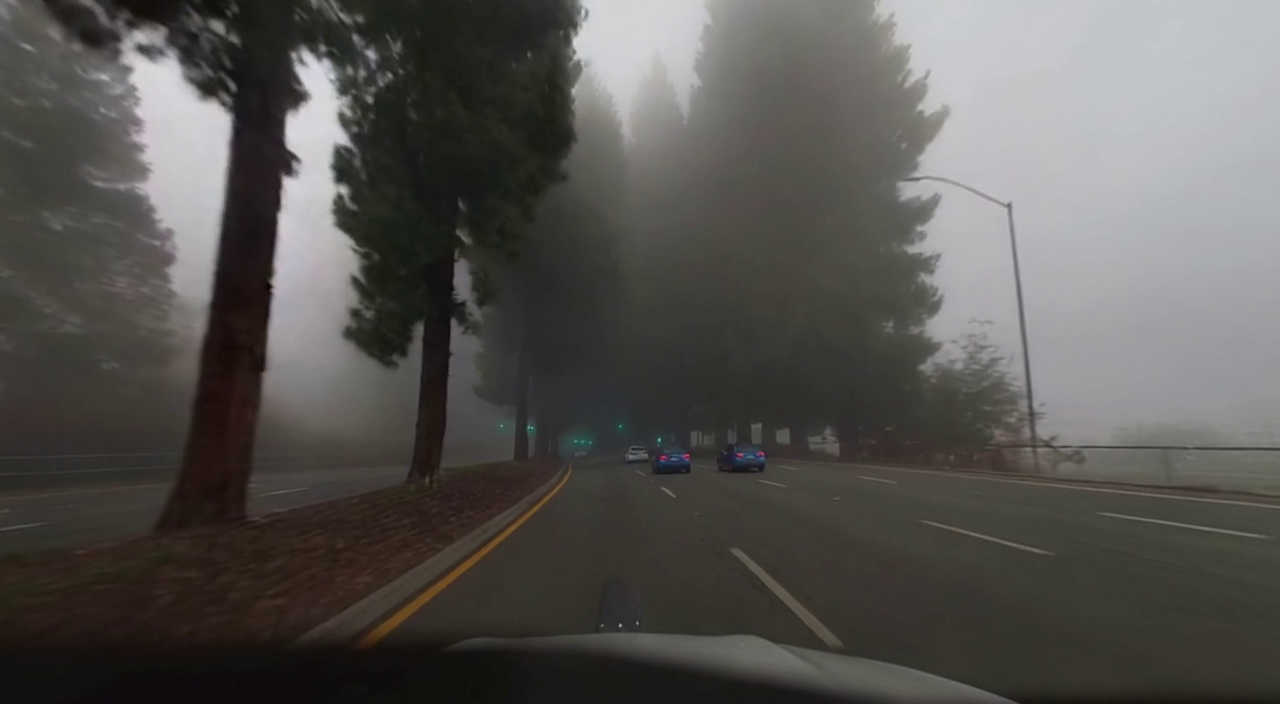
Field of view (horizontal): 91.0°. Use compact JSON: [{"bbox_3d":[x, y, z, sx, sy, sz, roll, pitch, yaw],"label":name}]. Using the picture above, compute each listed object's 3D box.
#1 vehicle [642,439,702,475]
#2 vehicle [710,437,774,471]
[{"bbox_3d":[1.339,4.661,28.259,2.077,1.464,4.134,1,-8,-6],"label":"vehicle"},{"bbox_3d":[4.729,4.806,29.954,1.901,1.474,4.363,1,-8,-6],"label":"vehicle"}]
